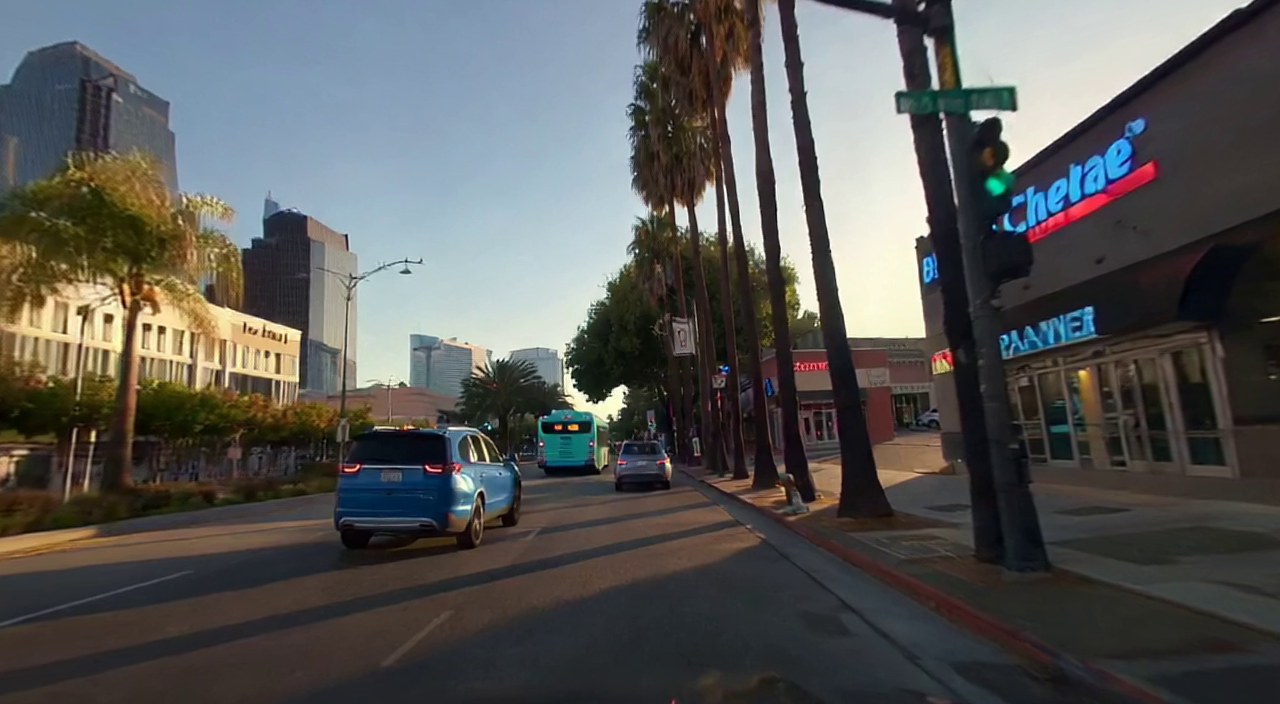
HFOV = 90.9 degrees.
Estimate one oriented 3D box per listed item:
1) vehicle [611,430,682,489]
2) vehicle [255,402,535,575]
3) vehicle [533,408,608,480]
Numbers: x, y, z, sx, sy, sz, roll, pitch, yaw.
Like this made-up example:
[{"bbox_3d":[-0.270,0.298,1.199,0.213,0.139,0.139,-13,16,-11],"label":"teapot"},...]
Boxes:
[{"bbox_3d":[0.170,3.497,20.708,2.120,1.727,3.917,0,-8,-1],"label":"vehicle"},{"bbox_3d":[-2.957,1.772,8.973,2.124,1.799,4.587,0,-8,0],"label":"vehicle"},{"bbox_3d":[-3.213,4.554,31.326,2.775,3.064,8.297,0,-8,0],"label":"vehicle"}]
